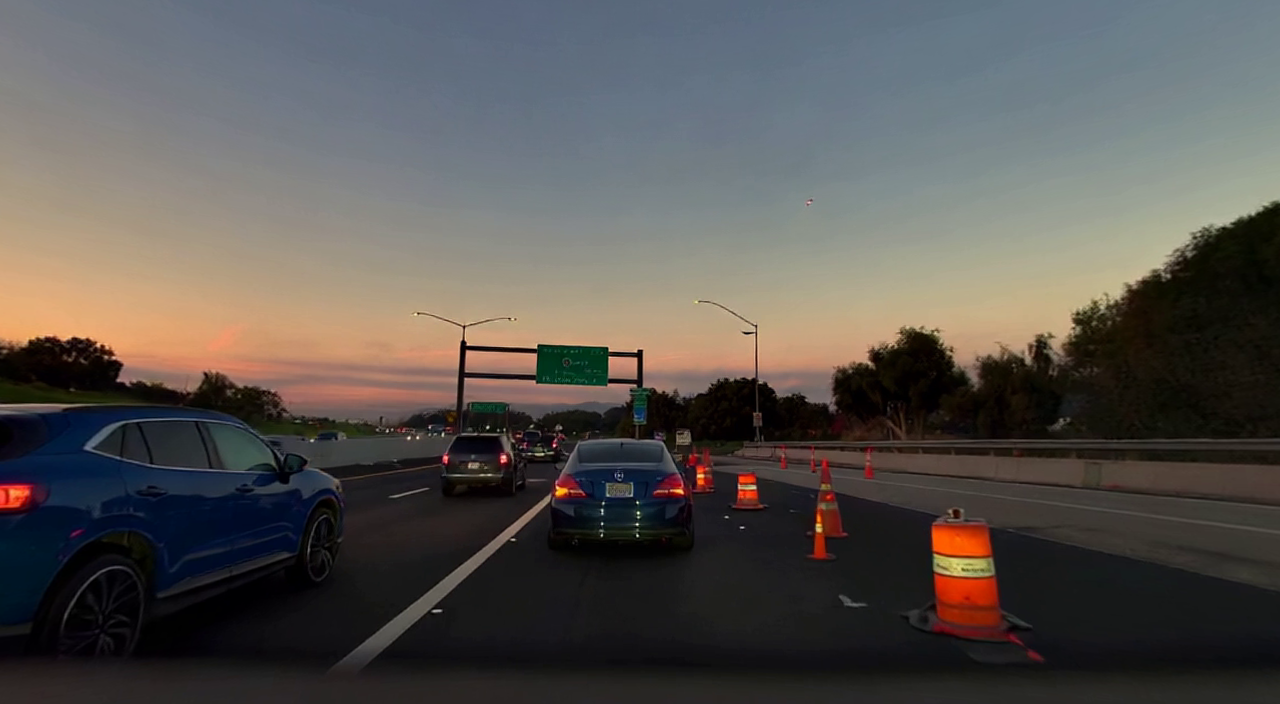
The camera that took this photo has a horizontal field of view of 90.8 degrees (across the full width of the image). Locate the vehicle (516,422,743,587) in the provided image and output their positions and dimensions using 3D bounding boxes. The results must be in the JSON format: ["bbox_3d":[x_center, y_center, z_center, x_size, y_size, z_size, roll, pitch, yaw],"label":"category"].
[{"bbox_3d":[-0.180,1.687,7.822,2.069,1.484,3.982,0,-9,-3],"label":"vehicle"}]

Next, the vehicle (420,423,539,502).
[{"bbox_3d":[-3.912,2.773,16.190,1.982,1.727,4.057,0,-9,-1],"label":"vehicle"}]

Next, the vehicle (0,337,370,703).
[{"bbox_3d":[-3.615,1.026,4.028,2.025,1.708,4.089,0,-9,-1],"label":"vehicle"}]
